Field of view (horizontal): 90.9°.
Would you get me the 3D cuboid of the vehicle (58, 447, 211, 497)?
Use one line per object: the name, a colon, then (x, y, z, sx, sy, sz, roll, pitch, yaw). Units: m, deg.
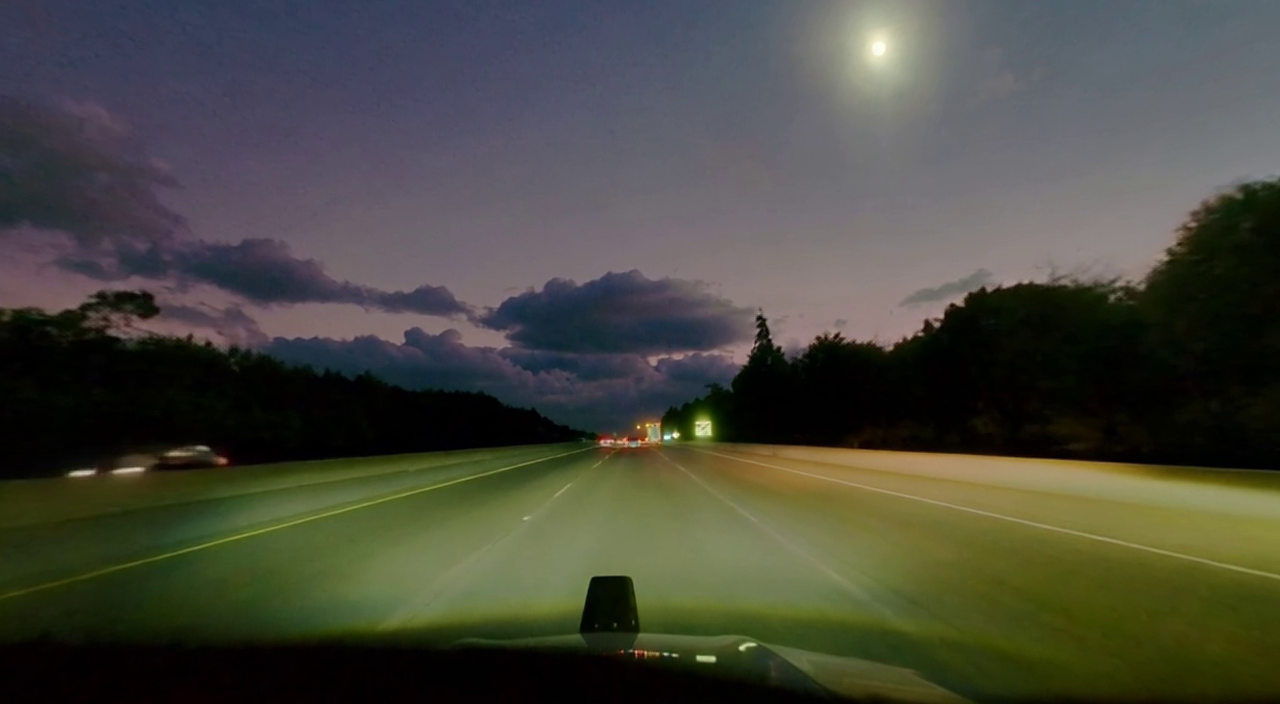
vehicle: (-15.414, 3.624, 19.469, 1.975, 1.340, 3.358, 0, -8, -2)
